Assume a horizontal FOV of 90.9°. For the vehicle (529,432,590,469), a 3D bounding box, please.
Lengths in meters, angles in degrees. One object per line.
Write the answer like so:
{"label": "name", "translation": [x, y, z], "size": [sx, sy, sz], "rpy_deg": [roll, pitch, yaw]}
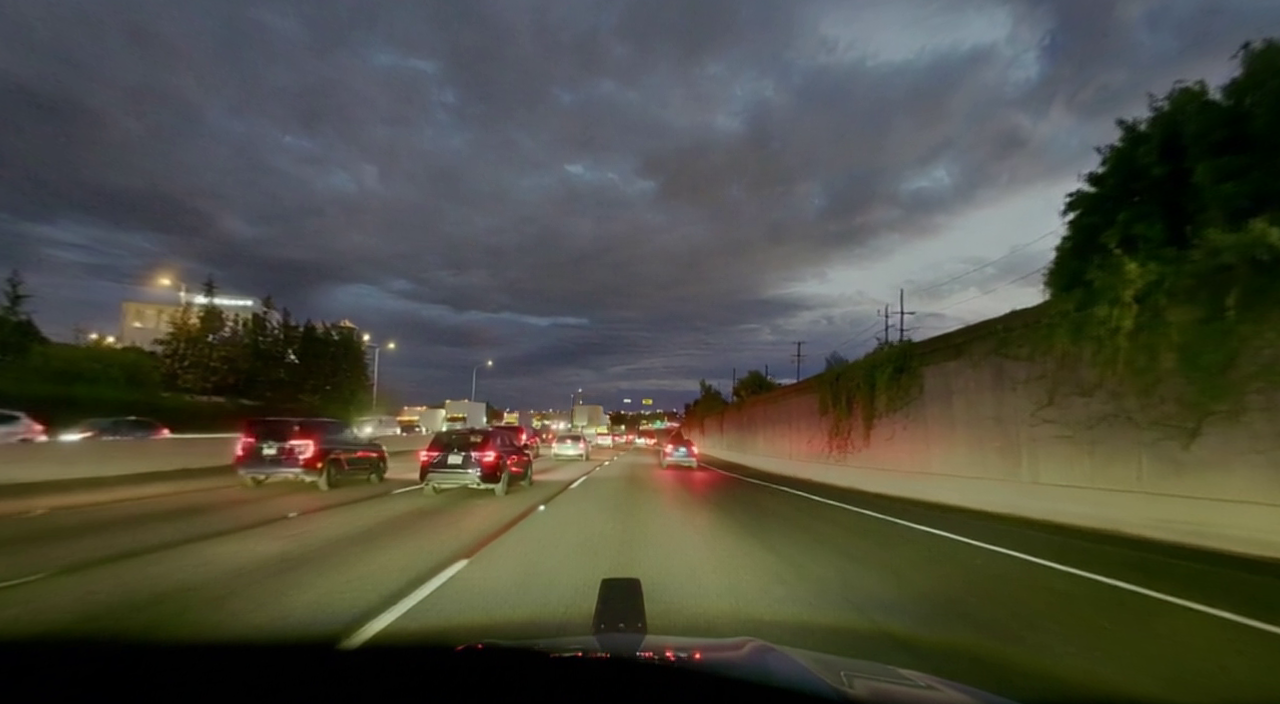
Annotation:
{"label": "vehicle", "translation": [-3.497, 4.414, 28.415], "size": [2.049, 1.530, 4.707], "rpy_deg": [0, -8, 1]}

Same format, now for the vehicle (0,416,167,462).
{"label": "vehicle", "translation": [-20.148, 3.209, 23.115], "size": [1.871, 1.485, 4.758], "rpy_deg": [0, -8, 1]}

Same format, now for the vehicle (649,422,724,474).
{"label": "vehicle", "translation": [1.932, 4.338, 28.700], "size": [2.793, 2.132, 5.682], "rpy_deg": [0, -8, -2]}

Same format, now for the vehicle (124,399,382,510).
{"label": "vehicle", "translation": [-7.341, 2.017, 12.752], "size": [2.222, 1.825, 4.640], "rpy_deg": [0, -8, 0]}

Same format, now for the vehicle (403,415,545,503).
{"label": "vehicle", "translation": [-3.617, 2.437, 14.715], "size": [2.026, 1.719, 4.490], "rpy_deg": [0, -8, 1]}
